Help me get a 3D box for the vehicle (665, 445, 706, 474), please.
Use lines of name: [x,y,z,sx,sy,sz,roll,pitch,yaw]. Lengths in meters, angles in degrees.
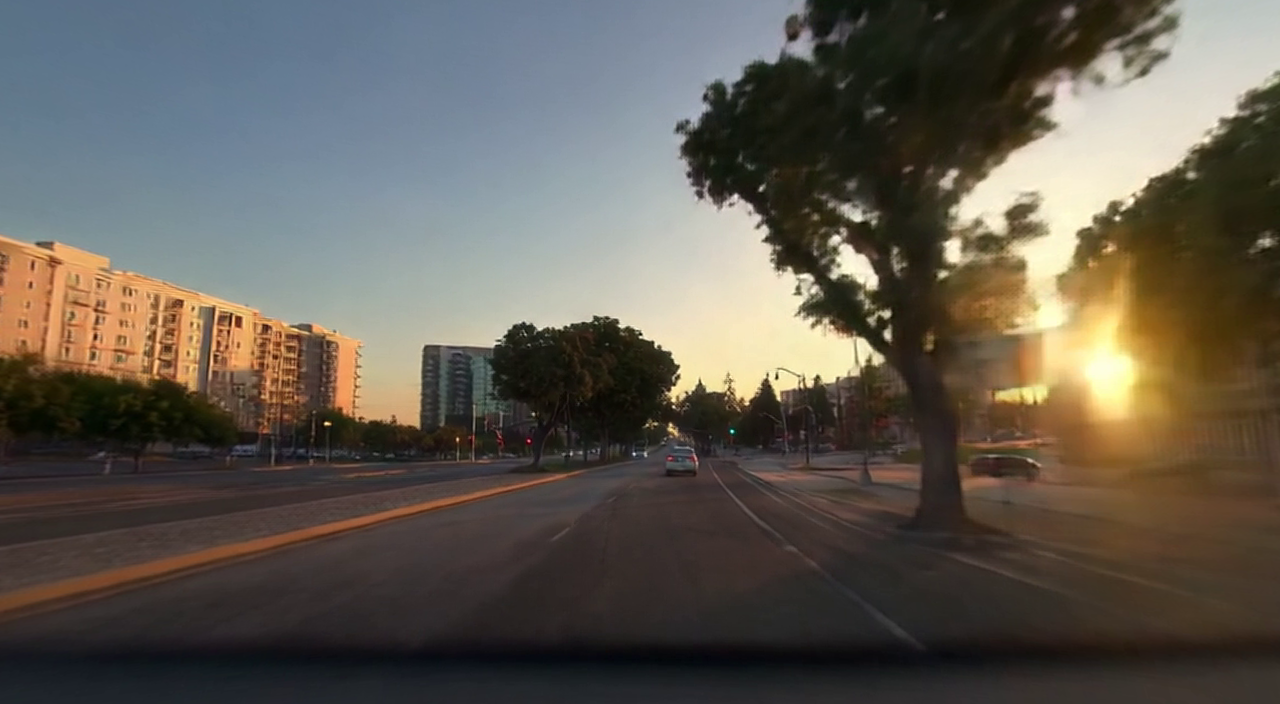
vehicle: [2.467,5.894,34.763,2.133,1.481,4.276,-1,-9,3]
